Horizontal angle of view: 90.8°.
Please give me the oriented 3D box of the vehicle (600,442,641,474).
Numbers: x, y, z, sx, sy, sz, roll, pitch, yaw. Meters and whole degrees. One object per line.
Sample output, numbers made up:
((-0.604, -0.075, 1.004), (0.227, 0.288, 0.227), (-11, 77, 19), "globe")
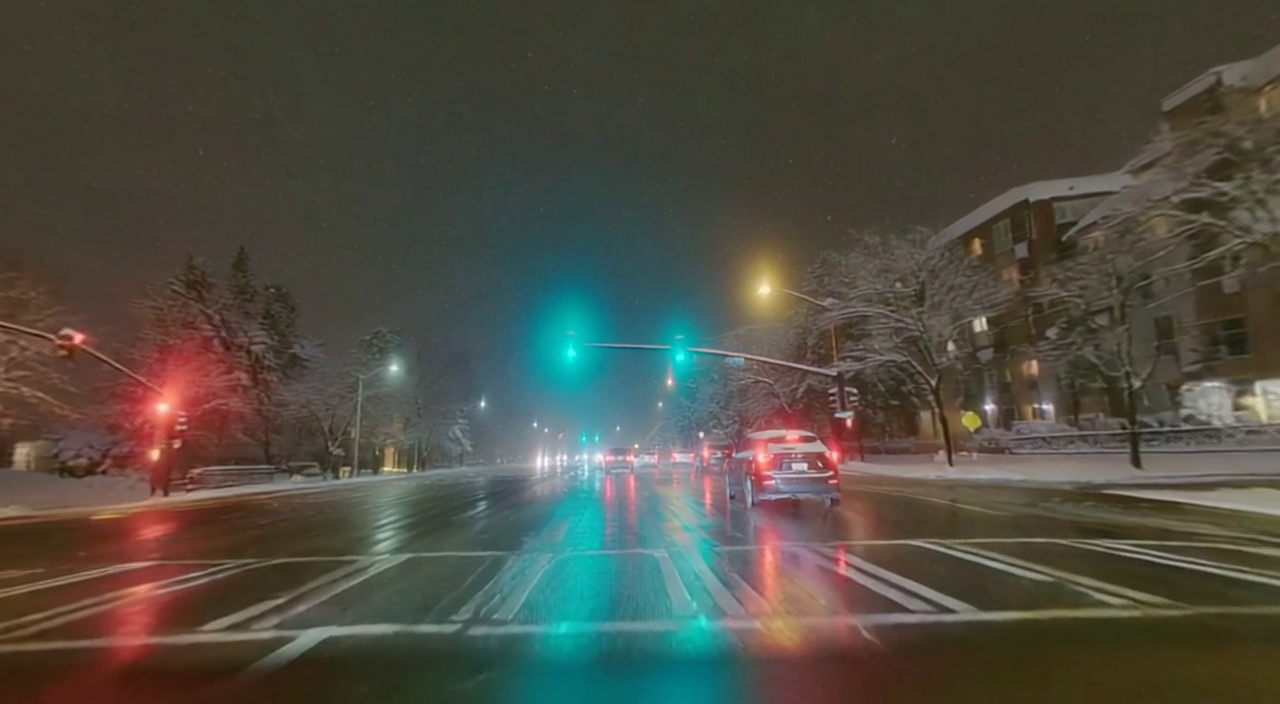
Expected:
((-1.092, 5.783, 34.642), (2.101, 1.641, 4.341), (0, -9, -2), "vehicle")

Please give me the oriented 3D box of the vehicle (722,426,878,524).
((3.082, 2.491, 13.367), (1.893, 1.664, 4.670), (0, -9, -2), "vehicle")
